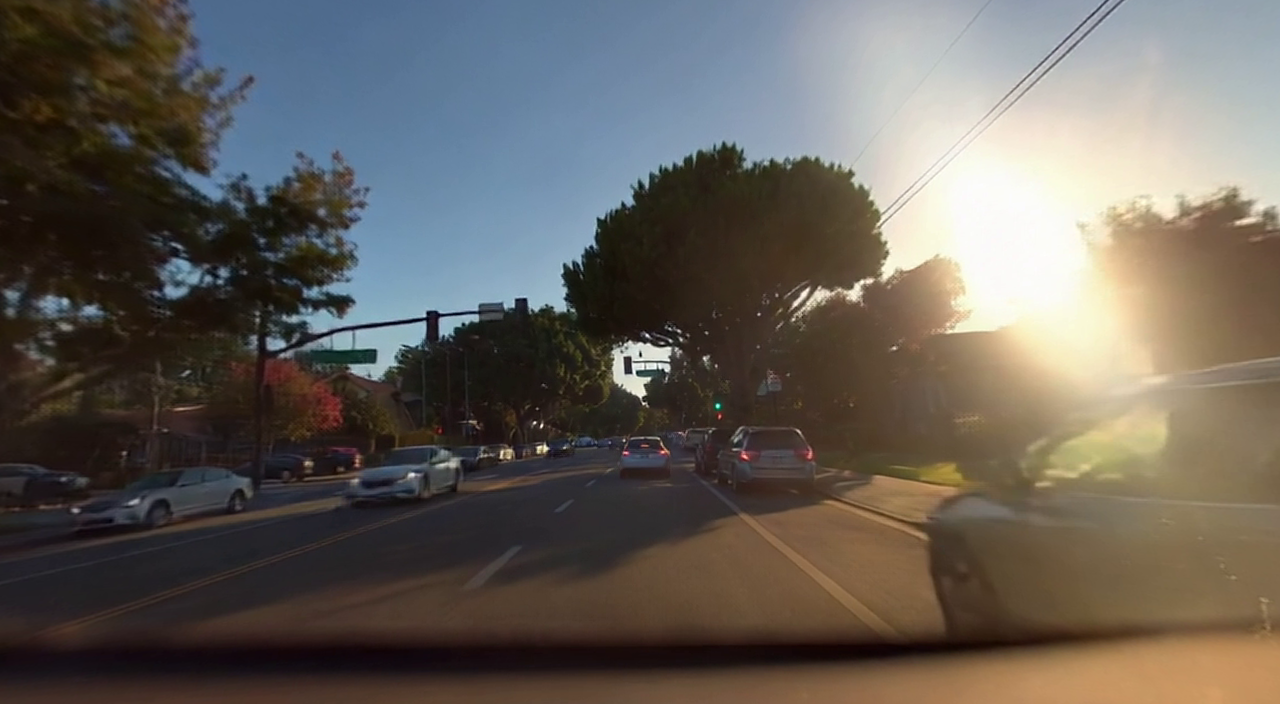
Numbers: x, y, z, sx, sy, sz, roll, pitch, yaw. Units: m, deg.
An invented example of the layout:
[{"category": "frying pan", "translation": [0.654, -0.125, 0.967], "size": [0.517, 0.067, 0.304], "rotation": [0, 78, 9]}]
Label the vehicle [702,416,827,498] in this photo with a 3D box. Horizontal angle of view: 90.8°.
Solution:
[{"category": "vehicle", "translation": [2.913, 2.597, 15.953], "size": [2.060, 1.733, 4.639], "rotation": [0, -8, -2]}]

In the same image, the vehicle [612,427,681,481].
[{"category": "vehicle", "translation": [0.165, 3.310, 20.726], "size": [2.041, 1.575, 4.304], "rotation": [0, -8, -1]}]

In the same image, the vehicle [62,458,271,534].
[{"category": "vehicle", "translation": [-12.103, 3.654, 16.638], "size": [2.070, 1.610, 4.356], "rotation": [0, -8, 0]}]

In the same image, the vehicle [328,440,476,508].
[{"category": "vehicle", "translation": [-5.984, 3.100, 16.633], "size": [1.981, 1.498, 4.701], "rotation": [0, -8, 1]}]

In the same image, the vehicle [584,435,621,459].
[{"category": "vehicle", "translation": [-2.483, 6.402, 42.842], "size": [2.117, 1.528, 4.277], "rotation": [0, -8, 1]}]

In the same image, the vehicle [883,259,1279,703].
[{"category": "vehicle", "translation": [2.885, 0.686, 2.027], "size": [2.289, 1.782, 4.661], "rotation": [0, -8, -1]}]
